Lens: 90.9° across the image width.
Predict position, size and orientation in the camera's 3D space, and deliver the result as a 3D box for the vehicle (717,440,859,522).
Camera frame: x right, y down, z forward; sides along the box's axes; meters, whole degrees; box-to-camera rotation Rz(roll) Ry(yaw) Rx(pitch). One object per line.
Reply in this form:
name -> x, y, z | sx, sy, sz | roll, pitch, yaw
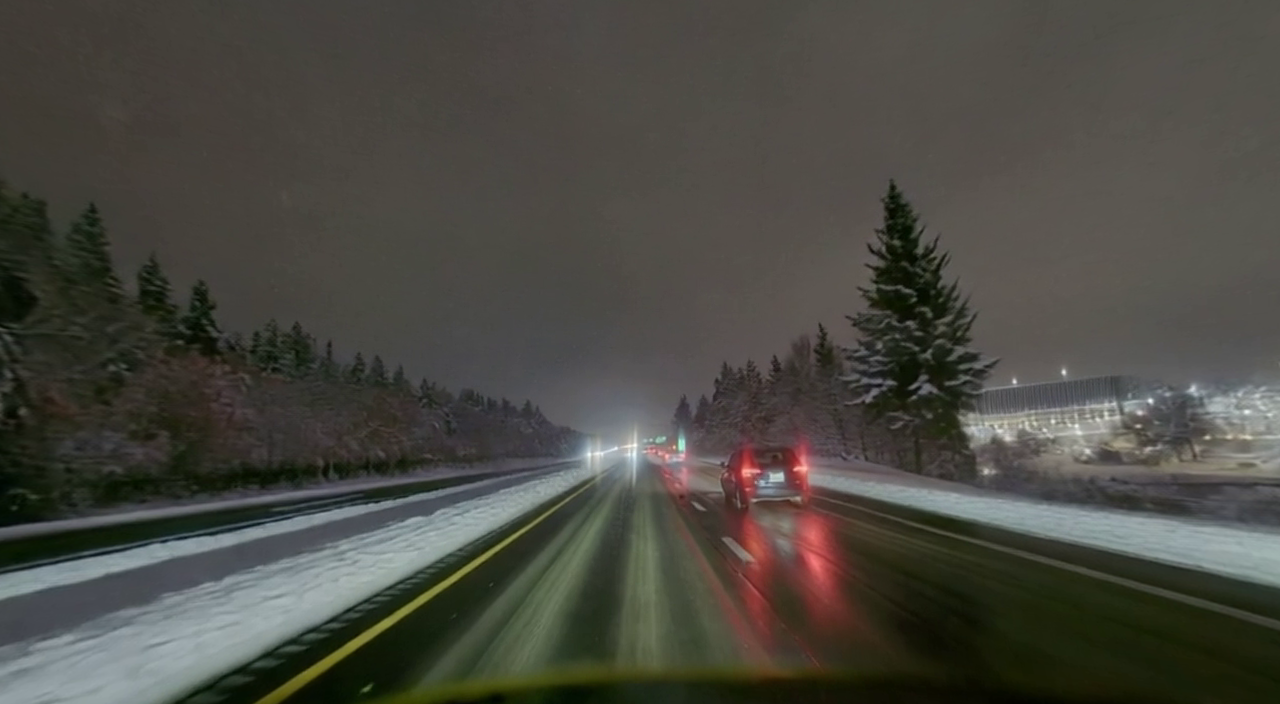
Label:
vehicle -> 3.083, 2.765, 14.210 | 2.042, 1.518, 4.477 | 0, -8, -1
